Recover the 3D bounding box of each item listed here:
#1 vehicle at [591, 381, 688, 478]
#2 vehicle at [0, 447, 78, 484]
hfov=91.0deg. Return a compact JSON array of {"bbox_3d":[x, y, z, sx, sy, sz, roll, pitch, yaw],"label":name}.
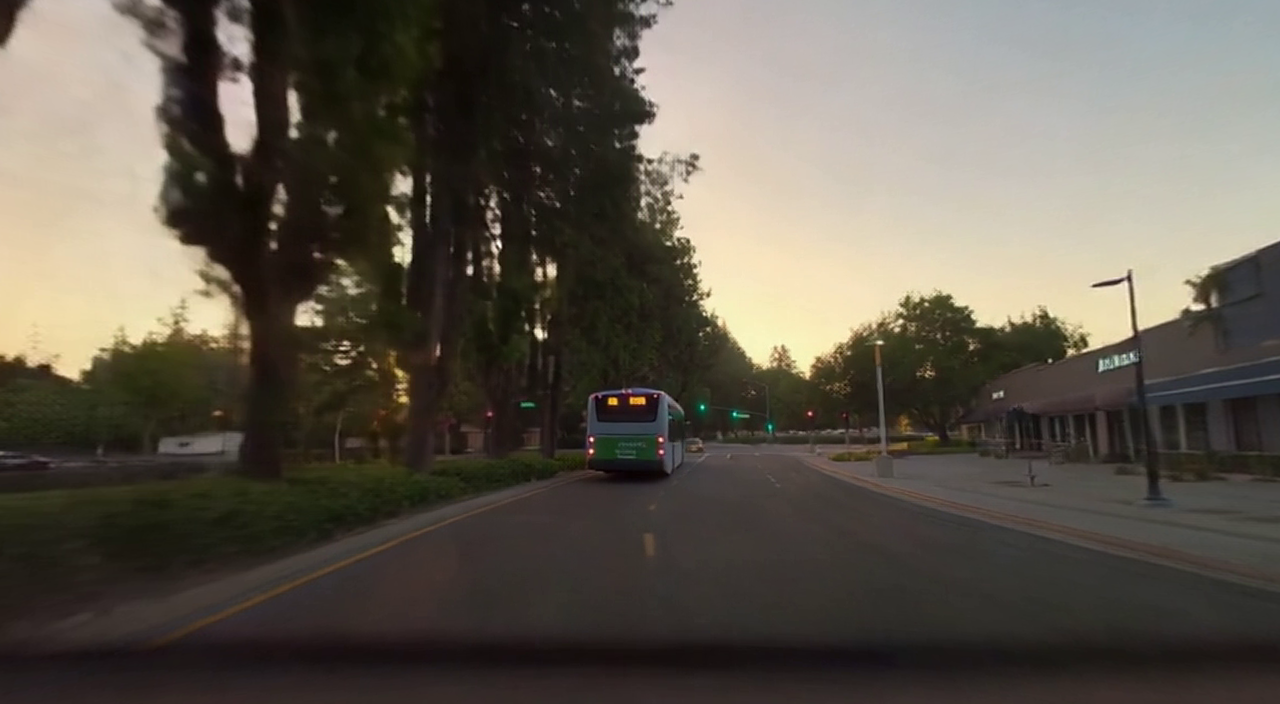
[{"bbox_3d":[0.363,3.603,27.905,3.031,3.429,11.005,-1,-9,6],"label":"vehicle"},{"bbox_3d":[-28.602,5.135,28.320,1.798,1.484,4.546,-4,-8,20],"label":"vehicle"}]
